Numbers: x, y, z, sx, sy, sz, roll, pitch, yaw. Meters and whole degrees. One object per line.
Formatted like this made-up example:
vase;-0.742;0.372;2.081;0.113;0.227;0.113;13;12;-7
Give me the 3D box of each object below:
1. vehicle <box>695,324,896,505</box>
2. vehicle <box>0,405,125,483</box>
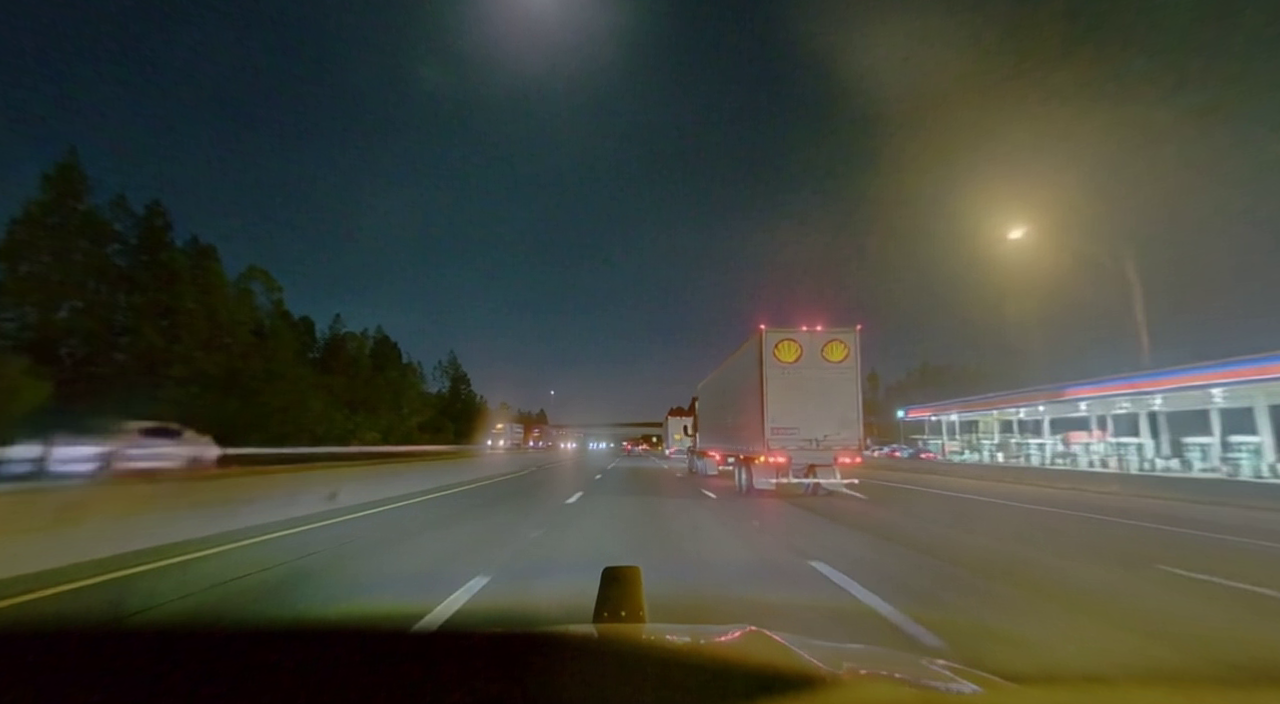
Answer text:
vehicle;3.994;2.389;20.879;2.922;3.987;14.038;0;-9;-1
vehicle;-12.726;1.845;12.627;1.719;1.433;3.631;0;-9;-1
